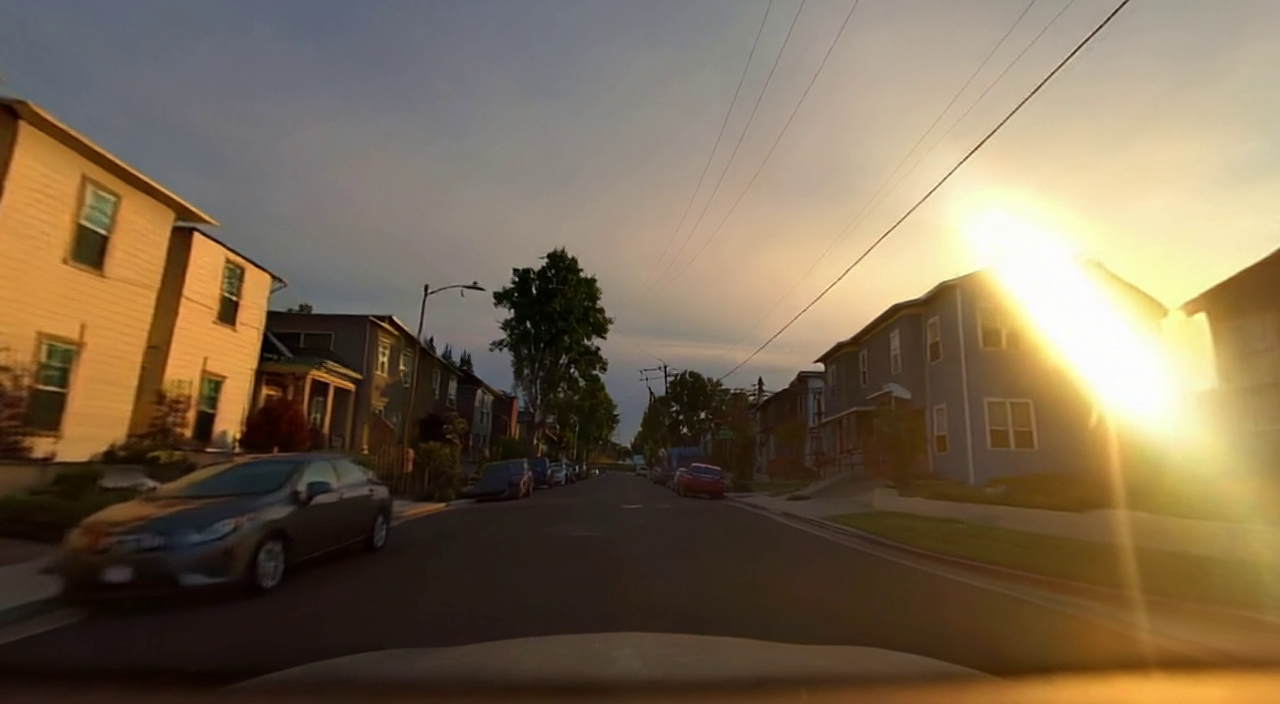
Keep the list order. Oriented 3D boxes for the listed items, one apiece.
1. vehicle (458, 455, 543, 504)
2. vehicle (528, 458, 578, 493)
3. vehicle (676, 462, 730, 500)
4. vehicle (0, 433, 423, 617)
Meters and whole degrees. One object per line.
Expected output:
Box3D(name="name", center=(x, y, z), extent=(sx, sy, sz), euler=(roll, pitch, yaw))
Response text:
Box3D(name="vehicle", center=(-4.734, 4.397, 22.220), extent=(2.020, 1.470, 5.300), euler=(1, -9, -2))
Box3D(name="vehicle", center=(-4.591, 6.573, 33.885), extent=(2.089, 1.508, 4.537), euler=(2, -8, -2))
Box3D(name="vehicle", center=(2.765, 5.808, 28.733), extent=(1.888, 1.484, 4.476), euler=(1, -9, -2))
Box3D(name="vehicle", center=(-4.504, 1.867, 7.655), extent=(2.080, 1.471, 4.638), euler=(1, -10, 0))
